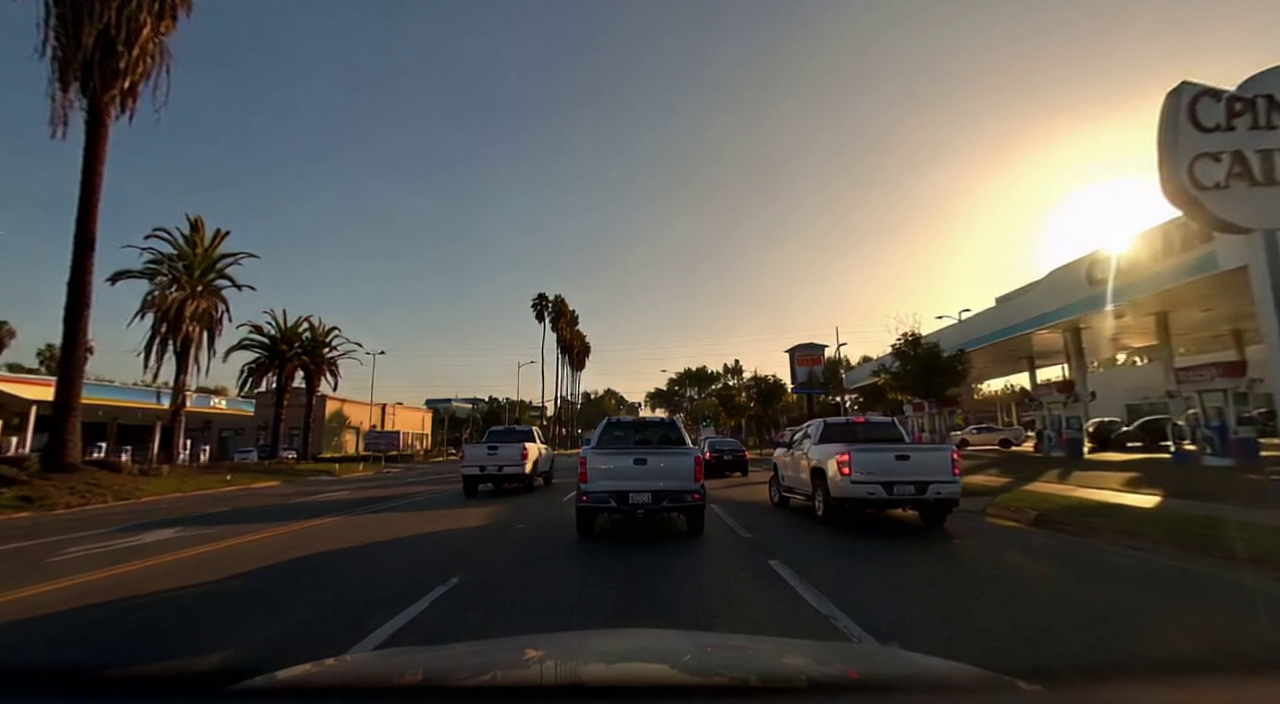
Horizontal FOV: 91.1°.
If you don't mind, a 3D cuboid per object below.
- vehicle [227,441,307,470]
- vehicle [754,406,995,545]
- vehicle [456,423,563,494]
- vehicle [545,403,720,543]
[{"bbox_3d":[-29.031,8.043,49.174,2.543,2.092,6.613,0,-8,-3],"label":"vehicle"},{"bbox_3d":[3.603,2.041,11.128,2.120,1.828,5.531,0,-8,0],"label":"vehicle"},{"bbox_3d":[-3.675,3.114,18.646,2.071,1.811,4.605,0,-8,1],"label":"vehicle"},{"bbox_3d":[-0.043,1.995,11.053,2.295,1.835,5.471,0,-8,1],"label":"vehicle"}]
